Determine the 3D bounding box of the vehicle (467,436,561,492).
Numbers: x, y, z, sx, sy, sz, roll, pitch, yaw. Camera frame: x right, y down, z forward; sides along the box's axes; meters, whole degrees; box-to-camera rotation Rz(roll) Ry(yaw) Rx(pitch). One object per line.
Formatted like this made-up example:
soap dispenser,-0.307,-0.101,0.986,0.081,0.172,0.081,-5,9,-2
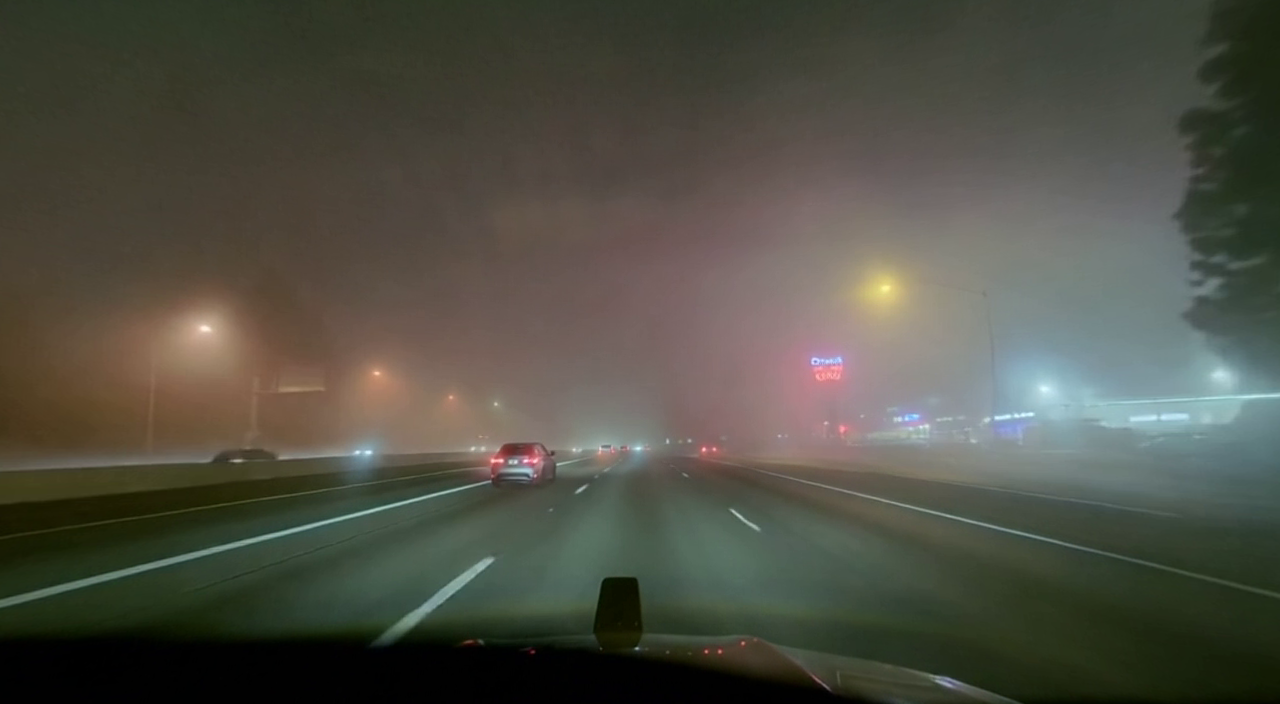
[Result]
vehicle,-3.670,3.343,19.224,1.939,1.508,4.272,0,-8,1
